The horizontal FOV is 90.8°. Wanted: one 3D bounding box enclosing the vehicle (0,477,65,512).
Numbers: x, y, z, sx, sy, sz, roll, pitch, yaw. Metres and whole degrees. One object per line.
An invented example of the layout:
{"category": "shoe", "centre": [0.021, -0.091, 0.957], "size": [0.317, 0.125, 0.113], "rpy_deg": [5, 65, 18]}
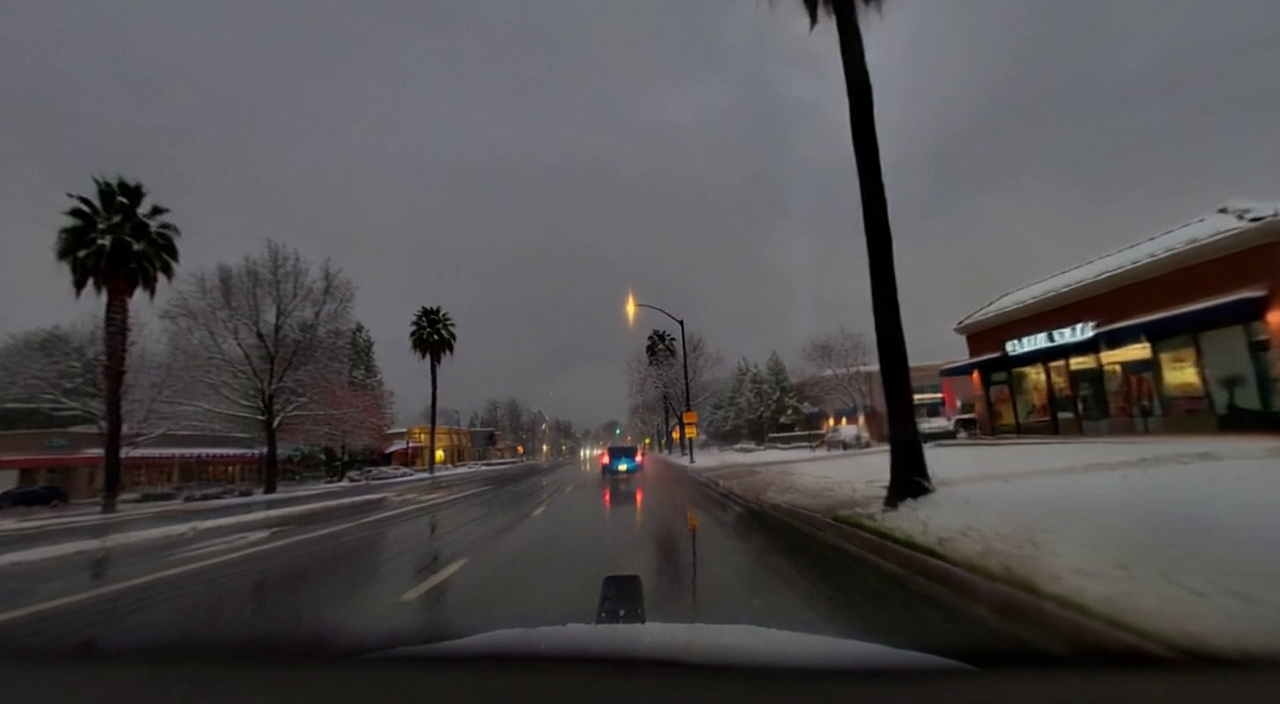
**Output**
{"category": "vehicle", "centre": [-32.681, 7.602, 33.940], "size": [1.791, 1.511, 4.030], "rpy_deg": [5, -10, -31]}

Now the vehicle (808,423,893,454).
{"category": "vehicle", "centre": [12.456, 5.223, 37.687], "size": [1.873, 1.657, 4.557], "rpy_deg": [5, -11, -31]}

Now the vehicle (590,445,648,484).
{"category": "vehicle", "centre": [-0.848, 4.557, 26.016], "size": [2.156, 1.462, 4.495], "rpy_deg": [0, -8, -1]}

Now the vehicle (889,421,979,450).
{"category": "vehicle", "centre": [17.682, 5.062, 38.217], "size": [1.856, 1.665, 4.574], "rpy_deg": [5, -10, -32]}
